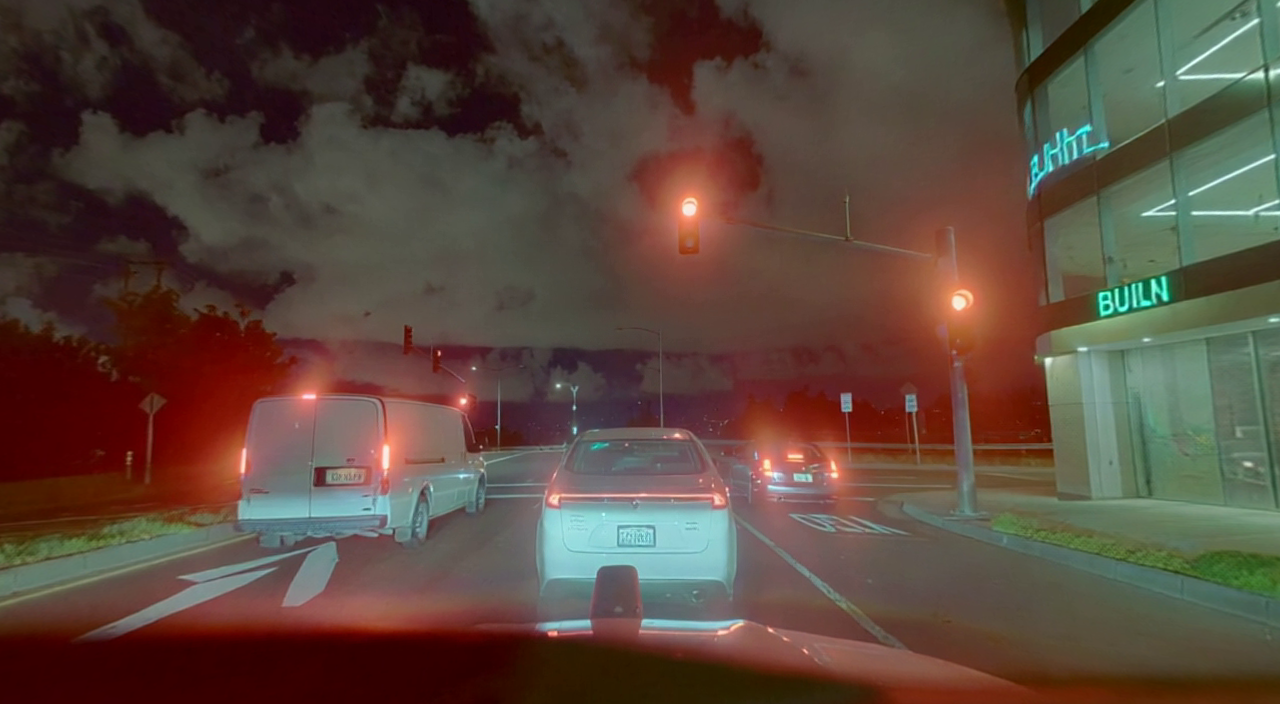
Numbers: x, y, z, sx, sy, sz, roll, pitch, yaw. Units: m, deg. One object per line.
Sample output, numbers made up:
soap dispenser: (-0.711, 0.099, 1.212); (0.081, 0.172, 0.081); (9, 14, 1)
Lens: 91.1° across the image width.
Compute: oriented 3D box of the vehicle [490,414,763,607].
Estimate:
vehicle: (-0.113, 1.466, 6.792); (2.064, 1.452, 3.942); (0, -8, 0)

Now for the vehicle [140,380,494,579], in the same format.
vehicle: (-3.577, 1.511, 8.415); (2.076, 1.820, 5.100); (0, -8, -1)
